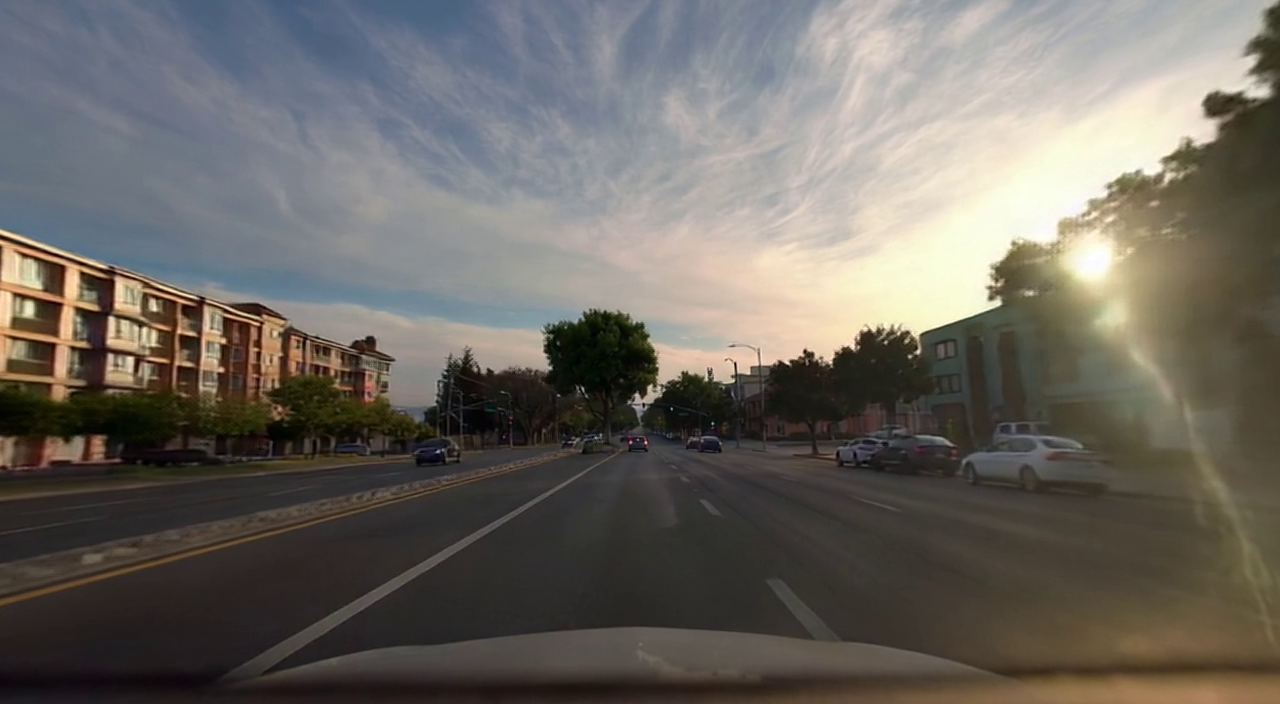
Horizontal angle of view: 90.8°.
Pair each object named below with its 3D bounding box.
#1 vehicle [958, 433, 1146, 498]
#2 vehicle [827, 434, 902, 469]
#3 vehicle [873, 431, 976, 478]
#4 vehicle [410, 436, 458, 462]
[{"bbox_3d":[10.346,2.878,16.372,1.861,1.446,4.413,0,-9,-1],"label":"vehicle"},{"bbox_3d":[10.404,4.650,29.643,1.948,1.489,4.276,0,-9,1],"label":"vehicle"},{"bbox_3d":[10.587,3.836,23.874,1.905,1.597,4.040,0,-9,-2],"label":"vehicle"},{"bbox_3d":[-14.271,6.744,44.006,2.046,1.682,4.518,0,-9,-3],"label":"vehicle"}]
